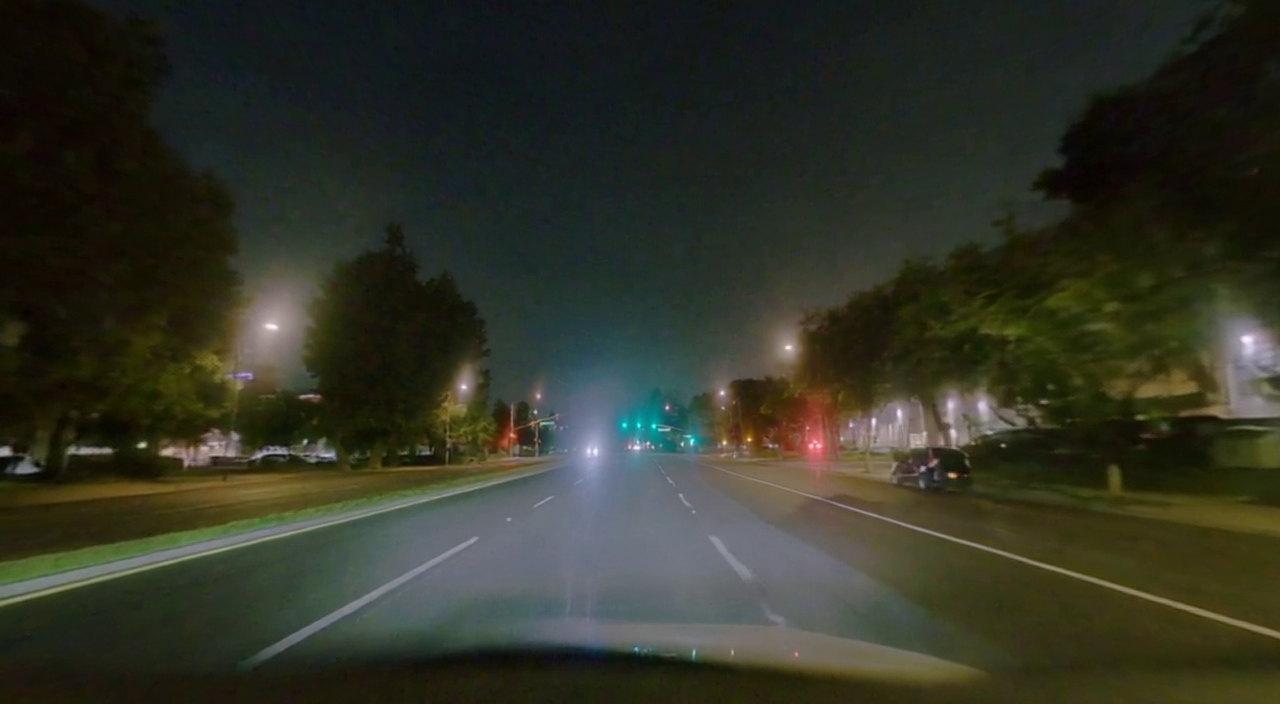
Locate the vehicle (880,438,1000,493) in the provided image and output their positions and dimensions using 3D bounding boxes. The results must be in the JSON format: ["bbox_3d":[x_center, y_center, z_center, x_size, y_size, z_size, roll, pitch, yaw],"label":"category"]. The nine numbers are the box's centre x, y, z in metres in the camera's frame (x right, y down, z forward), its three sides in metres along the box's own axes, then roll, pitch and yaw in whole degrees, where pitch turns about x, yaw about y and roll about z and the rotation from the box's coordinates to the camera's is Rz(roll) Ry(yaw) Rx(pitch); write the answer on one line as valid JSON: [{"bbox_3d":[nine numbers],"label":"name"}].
[{"bbox_3d":[10.312,3.922,22.191,2.044,1.705,4.668,0,-9,2],"label":"vehicle"}]
